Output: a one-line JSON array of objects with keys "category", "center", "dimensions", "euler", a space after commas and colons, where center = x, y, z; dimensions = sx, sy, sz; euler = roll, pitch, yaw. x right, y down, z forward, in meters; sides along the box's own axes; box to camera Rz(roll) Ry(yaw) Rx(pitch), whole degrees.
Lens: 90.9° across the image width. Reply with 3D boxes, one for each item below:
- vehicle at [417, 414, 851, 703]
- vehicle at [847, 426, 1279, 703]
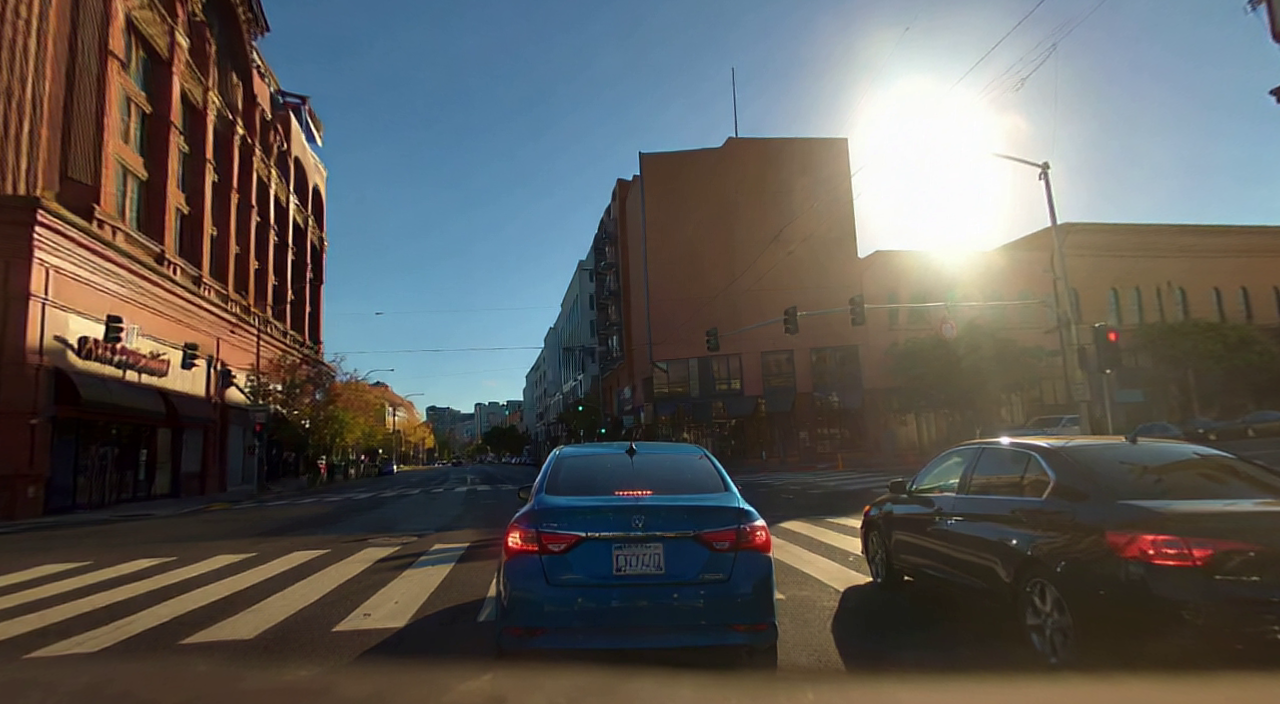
[{"category": "vehicle", "center": [-0.062, 1.351, 5.152], "dimensions": [2.094, 1.481, 4.078], "euler": [0, -8, -1]}, {"category": "vehicle", "center": [3.340, 1.377, 5.088], "dimensions": [1.860, 1.430, 4.089], "euler": [0, -8, -1]}]
